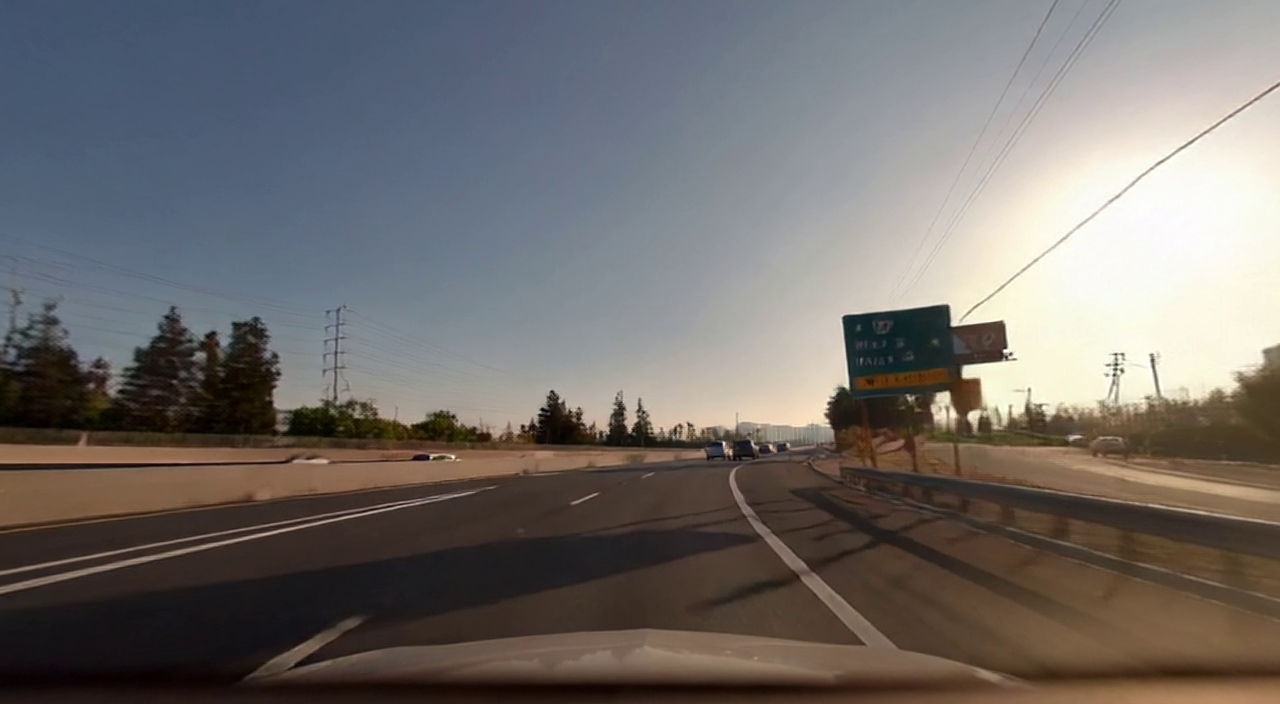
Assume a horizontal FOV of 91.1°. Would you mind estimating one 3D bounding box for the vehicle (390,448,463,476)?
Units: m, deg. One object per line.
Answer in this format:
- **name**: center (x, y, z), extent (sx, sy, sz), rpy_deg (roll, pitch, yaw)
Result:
- **vehicle**: center (-14.300, 7.368, 42.310), extent (2.145, 1.717, 4.448), rpy_deg (-4, -9, 23)
